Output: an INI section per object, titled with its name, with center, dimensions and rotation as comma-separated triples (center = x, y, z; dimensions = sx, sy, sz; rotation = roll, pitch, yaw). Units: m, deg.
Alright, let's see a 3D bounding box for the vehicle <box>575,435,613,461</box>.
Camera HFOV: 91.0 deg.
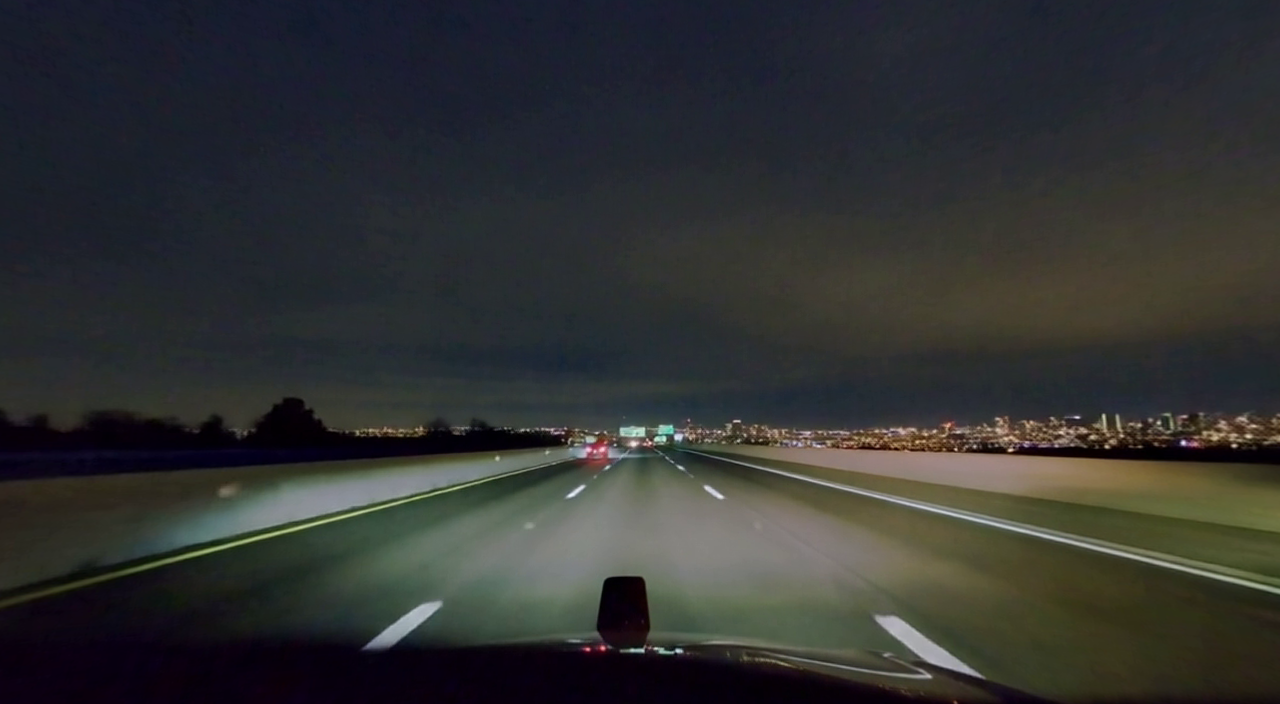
[vehicle]
center = -3.079, 6.513, 42.871
dimensions = 2.189, 1.707, 4.692
rotation = 0, -8, 1
